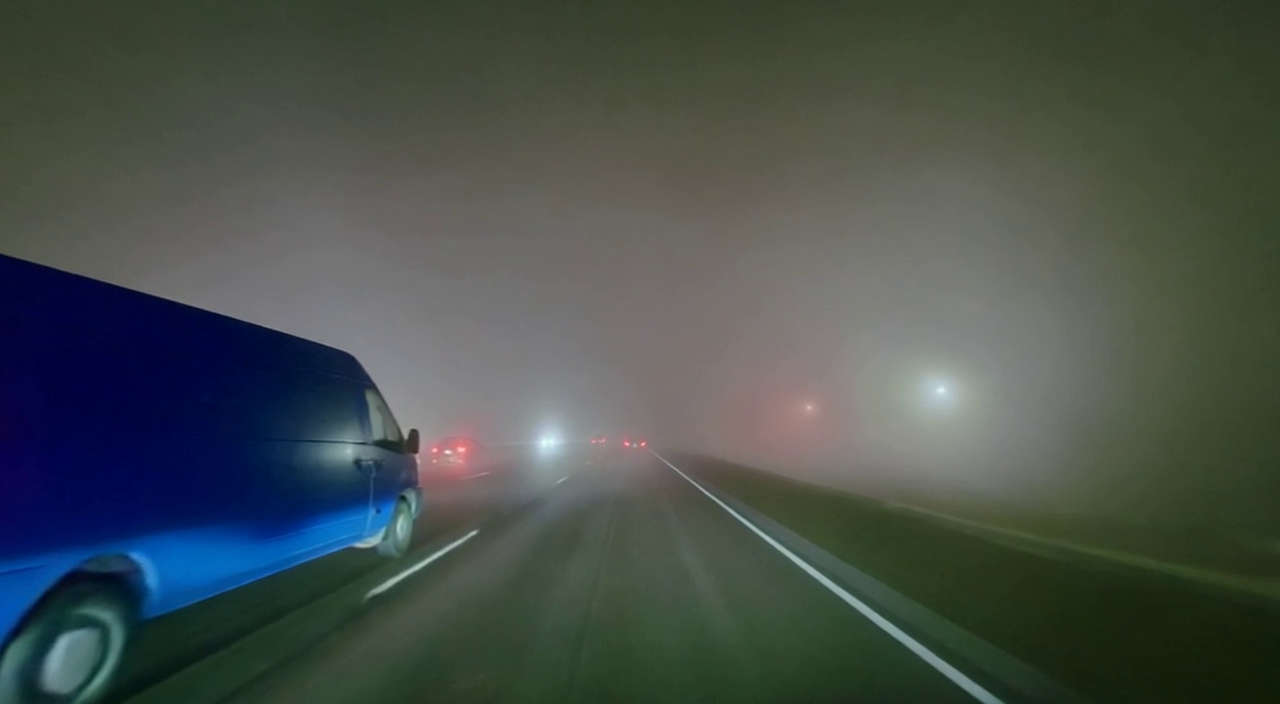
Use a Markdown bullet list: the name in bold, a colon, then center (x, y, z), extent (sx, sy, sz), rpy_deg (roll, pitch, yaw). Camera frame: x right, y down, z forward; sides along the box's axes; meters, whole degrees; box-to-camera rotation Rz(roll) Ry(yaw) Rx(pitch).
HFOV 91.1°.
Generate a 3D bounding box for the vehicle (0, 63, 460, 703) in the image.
- **vehicle**: center (-3.854, 0.644, 5.577), extent (2.428, 2.782, 7.330), rpy_deg (0, -8, -1)
